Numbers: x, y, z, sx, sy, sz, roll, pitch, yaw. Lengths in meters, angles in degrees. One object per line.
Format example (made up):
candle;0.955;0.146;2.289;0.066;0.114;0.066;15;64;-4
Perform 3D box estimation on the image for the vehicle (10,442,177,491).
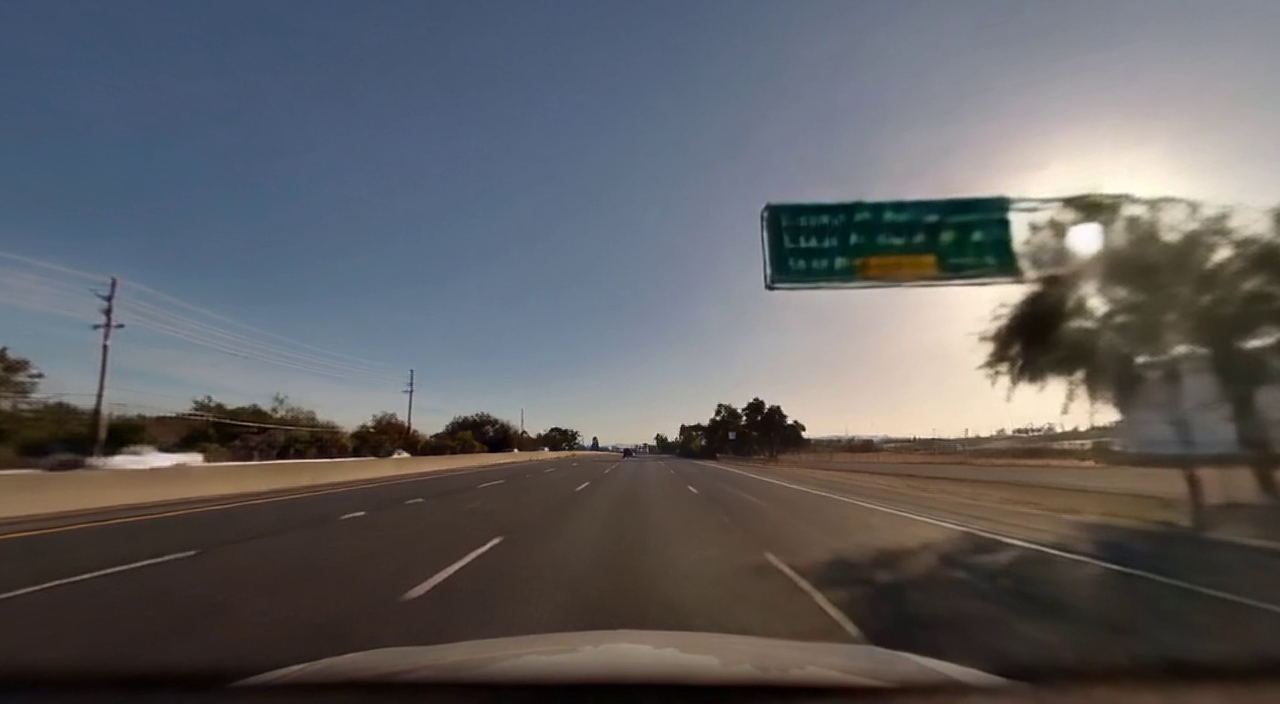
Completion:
vehicle;-21.121;4.414;24.750;2.197;1.703;4.795;0;-9;0
